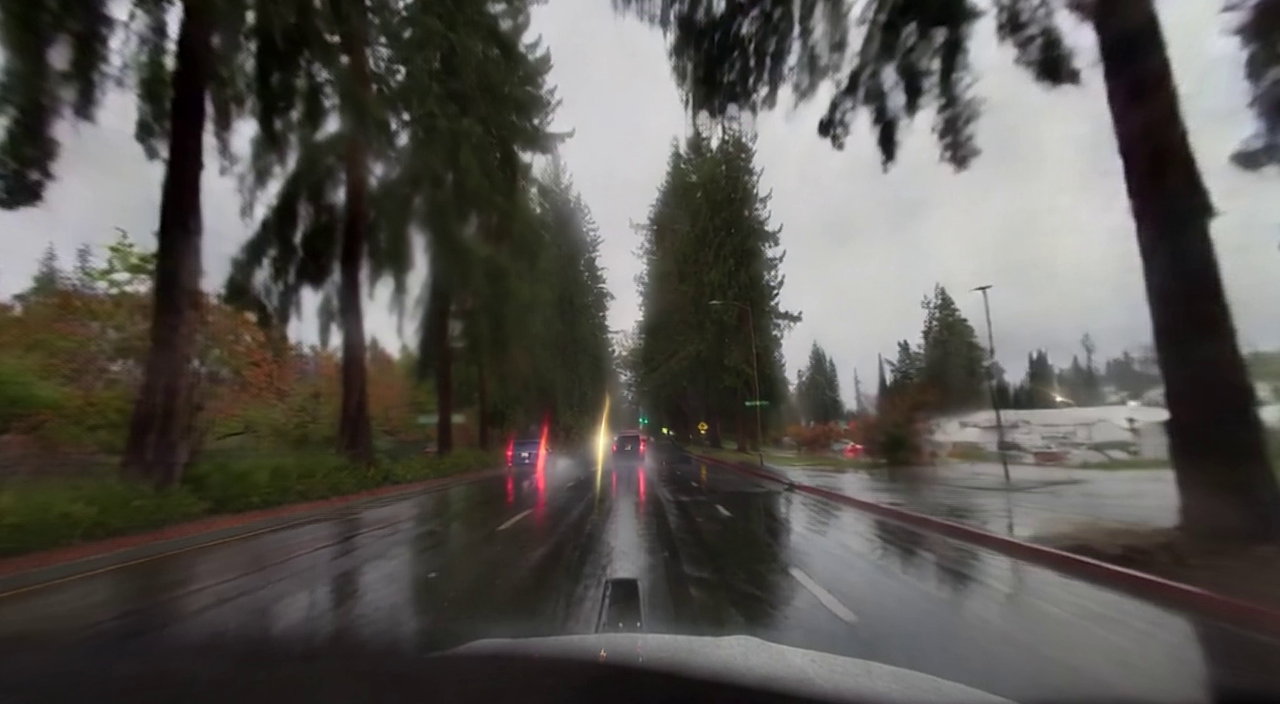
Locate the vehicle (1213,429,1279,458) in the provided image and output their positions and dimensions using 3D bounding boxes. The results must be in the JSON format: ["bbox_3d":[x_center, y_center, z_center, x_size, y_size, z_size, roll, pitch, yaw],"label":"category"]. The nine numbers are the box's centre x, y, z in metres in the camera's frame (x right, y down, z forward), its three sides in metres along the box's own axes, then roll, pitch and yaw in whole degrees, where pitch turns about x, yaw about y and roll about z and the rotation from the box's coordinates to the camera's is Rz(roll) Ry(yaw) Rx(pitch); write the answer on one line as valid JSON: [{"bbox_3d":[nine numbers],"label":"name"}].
[{"bbox_3d":[33.925,4.979,34.373,3.764,1.480,1.732,0,-8,-2],"label":"vehicle"}]

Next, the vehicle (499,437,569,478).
[{"bbox_3d":[-4.002,4.037,24.574,1.917,1.448,4.178,0,-8,1],"label":"vehicle"}]

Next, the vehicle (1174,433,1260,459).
[{"bbox_3d":[33.771,5.510,37.028,3.531,1.422,1.598,0,-8,-3],"label":"vehicle"}]

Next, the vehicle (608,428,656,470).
[{"bbox_3d":[-0.368,4.404,28.853,2.018,1.769,3.897,0,-8,-1],"label":"vehicle"}]
